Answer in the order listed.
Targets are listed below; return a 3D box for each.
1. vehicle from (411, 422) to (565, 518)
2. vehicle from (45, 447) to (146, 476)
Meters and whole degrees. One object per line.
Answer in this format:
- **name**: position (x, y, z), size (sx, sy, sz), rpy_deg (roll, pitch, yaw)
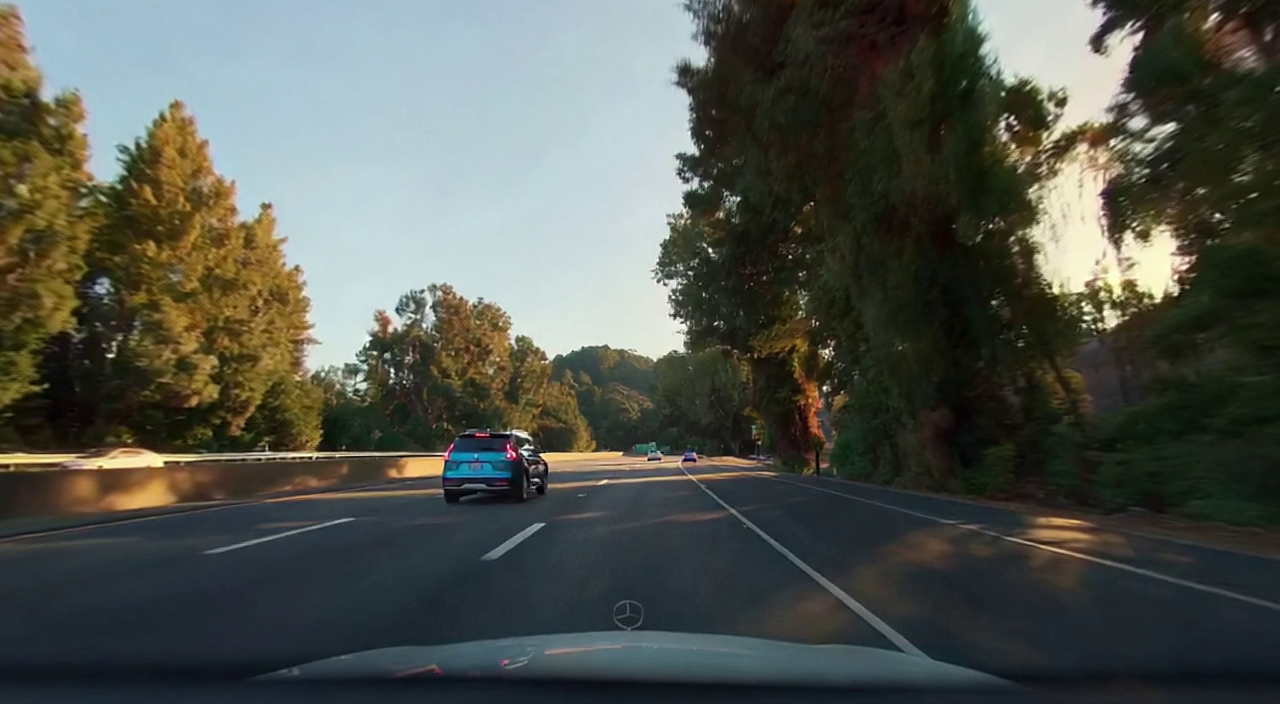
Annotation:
- **vehicle**: position (-3.175, 2.595, 14.393), size (2.183, 1.803, 4.685), rpy_deg (0, -8, 2)
- **vehicle**: position (-31.490, 6.324, 36.644), size (1.816, 1.529, 4.414), rpy_deg (0, -8, 2)
